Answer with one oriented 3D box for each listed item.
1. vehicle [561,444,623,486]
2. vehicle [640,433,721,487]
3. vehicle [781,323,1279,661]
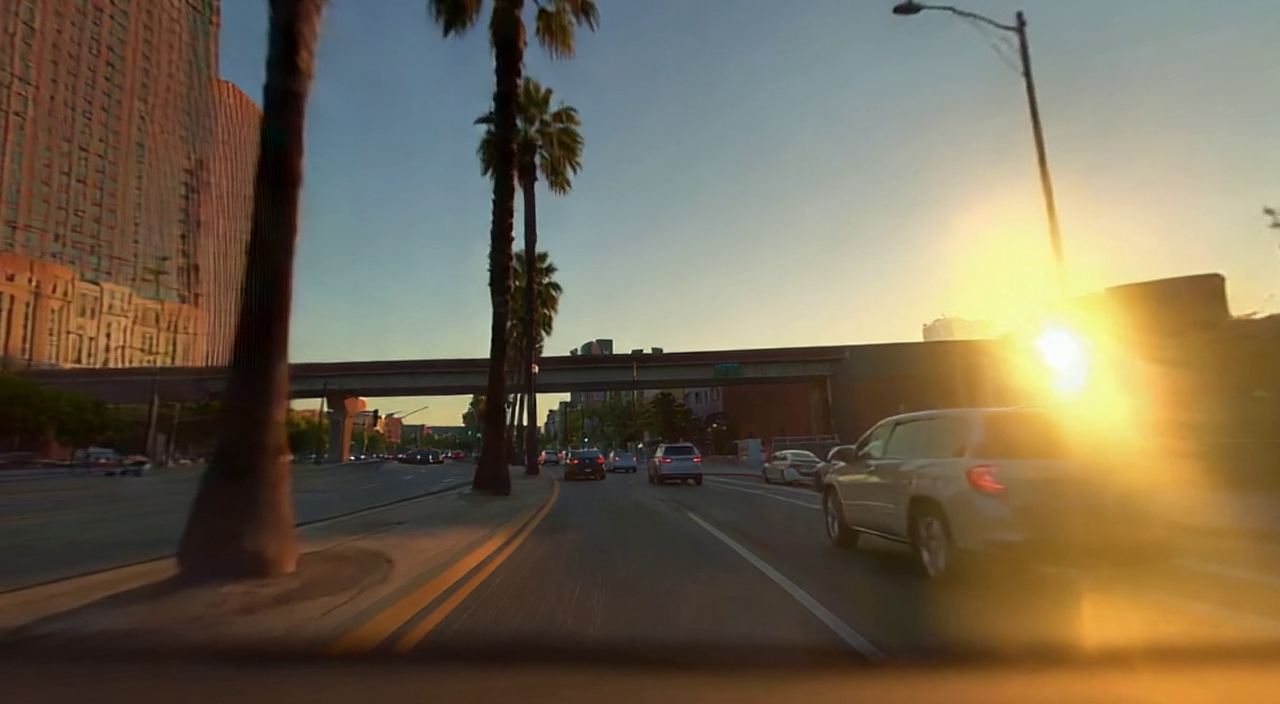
[{"bbox_3d":[-2.172,4.839,27.470,2.332,1.625,4.933,1,-9,-8],"label":"vehicle"},{"bbox_3d":[1.525,4.445,26.298,2.407,1.991,5.130,1,-9,-7],"label":"vehicle"},{"bbox_3d":[3.468,1.259,6.744,2.434,2.171,5.098,0,-9,-4],"label":"vehicle"}]
